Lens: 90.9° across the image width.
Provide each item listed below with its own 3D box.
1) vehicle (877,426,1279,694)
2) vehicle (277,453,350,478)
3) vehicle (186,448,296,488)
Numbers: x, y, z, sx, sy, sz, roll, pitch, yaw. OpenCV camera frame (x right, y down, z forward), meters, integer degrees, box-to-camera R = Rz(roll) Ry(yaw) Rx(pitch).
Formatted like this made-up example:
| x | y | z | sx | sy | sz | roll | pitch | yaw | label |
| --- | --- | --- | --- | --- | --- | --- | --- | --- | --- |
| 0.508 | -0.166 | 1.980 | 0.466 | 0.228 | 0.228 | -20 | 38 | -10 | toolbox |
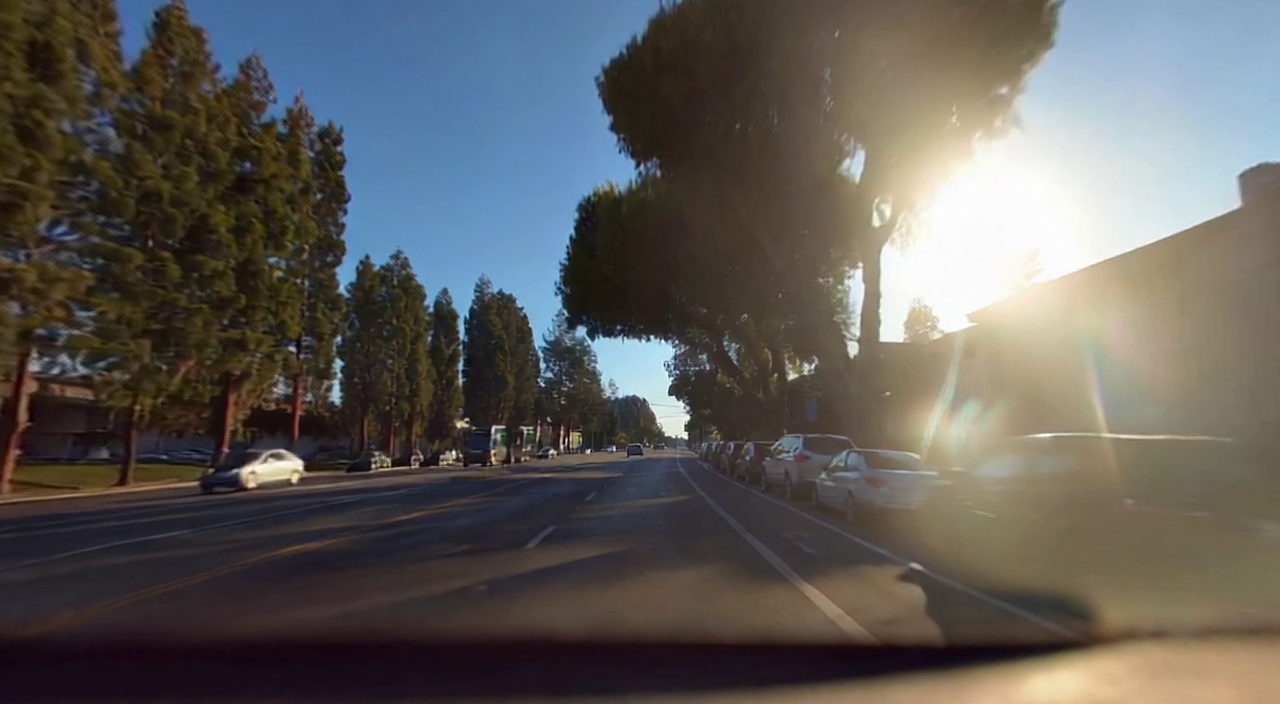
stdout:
| x | y | z | sx | sy | sz | roll | pitch | yaw | label |
| --- | --- | --- | --- | --- | --- | --- | --- | --- | --- |
| 4.308 | 1.528 | 6.089 | 2.027 | 1.503 | 4.838 | 0 | -8 | -2 | vehicle |
| -22.703 | 7.920 | 44.141 | 2.026 | 1.531 | 5.099 | -1 | -8 | 6 | vehicle |
| -18.603 | 5.384 | 29.720 | 1.965 | 1.640 | 4.665 | -1 | -8 | 3 | vehicle |
